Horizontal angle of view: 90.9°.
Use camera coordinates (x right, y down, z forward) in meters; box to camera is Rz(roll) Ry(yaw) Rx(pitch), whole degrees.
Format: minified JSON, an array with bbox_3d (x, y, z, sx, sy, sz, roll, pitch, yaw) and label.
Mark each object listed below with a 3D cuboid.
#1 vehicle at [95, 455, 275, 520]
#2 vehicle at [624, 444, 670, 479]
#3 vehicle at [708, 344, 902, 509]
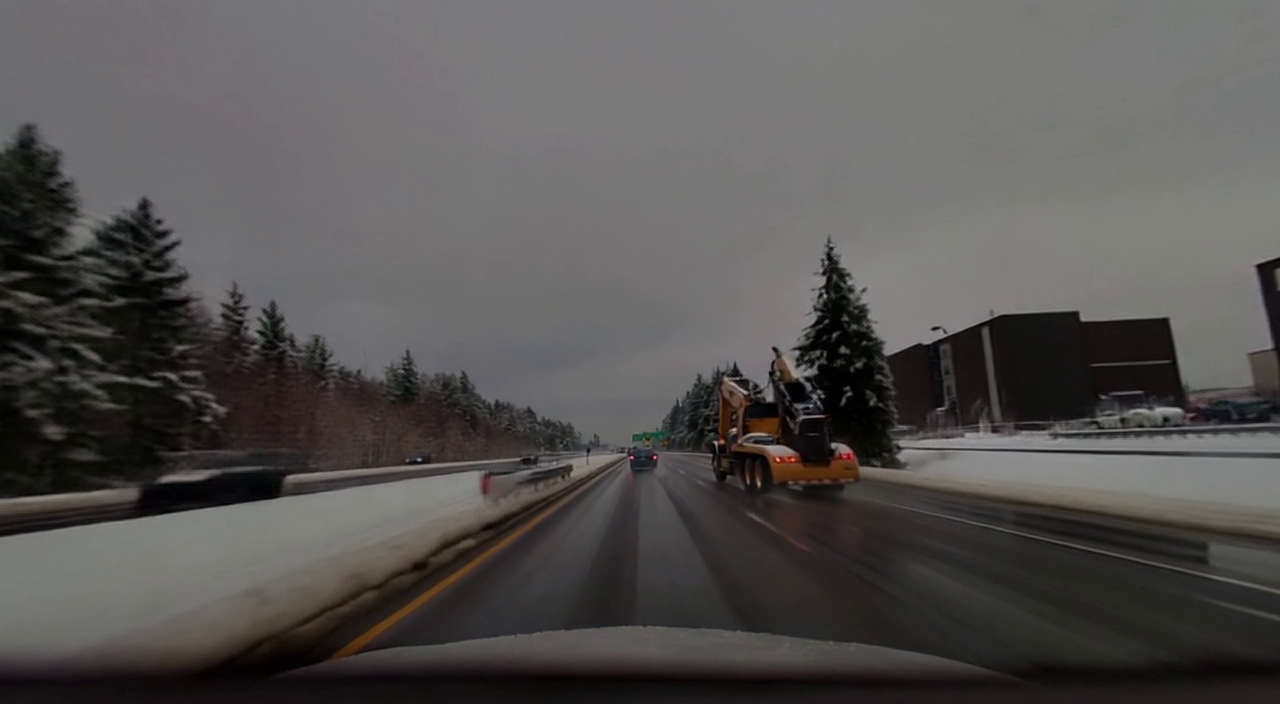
[{"bbox_3d":[-12.239,3.622,17.350,1.947,1.500,3.999,0,-9,0],"label":"vehicle"},{"bbox_3d":[0.290,5.160,29.884,2.045,1.527,4.023,0,-9,0],"label":"vehicle"},{"bbox_3d":[3.986,2.198,17.677,3.089,3.568,8.101,0,-9,-1],"label":"vehicle"}]
